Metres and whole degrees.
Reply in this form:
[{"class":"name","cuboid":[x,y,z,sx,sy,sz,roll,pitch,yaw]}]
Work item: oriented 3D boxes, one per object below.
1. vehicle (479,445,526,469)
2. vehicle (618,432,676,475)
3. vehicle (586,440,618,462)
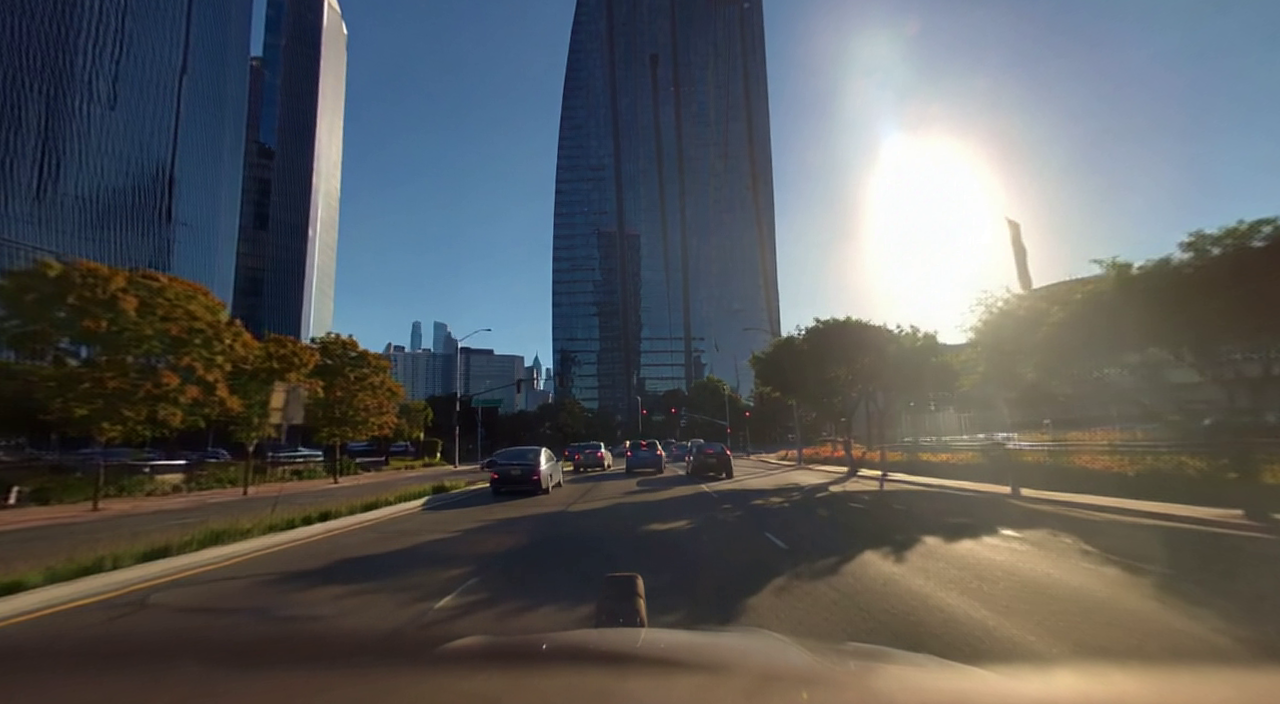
[{"class":"vehicle","cuboid":[-9.665,7.394,44.575,1.967,1.552,4.536,-1,-9,4]},{"class":"vehicle","cuboid":[0.294,4.905,30.491,2.601,1.878,4.535,0,-9,0]},{"class":"vehicle","cuboid":[-2.908,7.677,48.881,2.103,1.569,3.861,0,-9,2]}]
